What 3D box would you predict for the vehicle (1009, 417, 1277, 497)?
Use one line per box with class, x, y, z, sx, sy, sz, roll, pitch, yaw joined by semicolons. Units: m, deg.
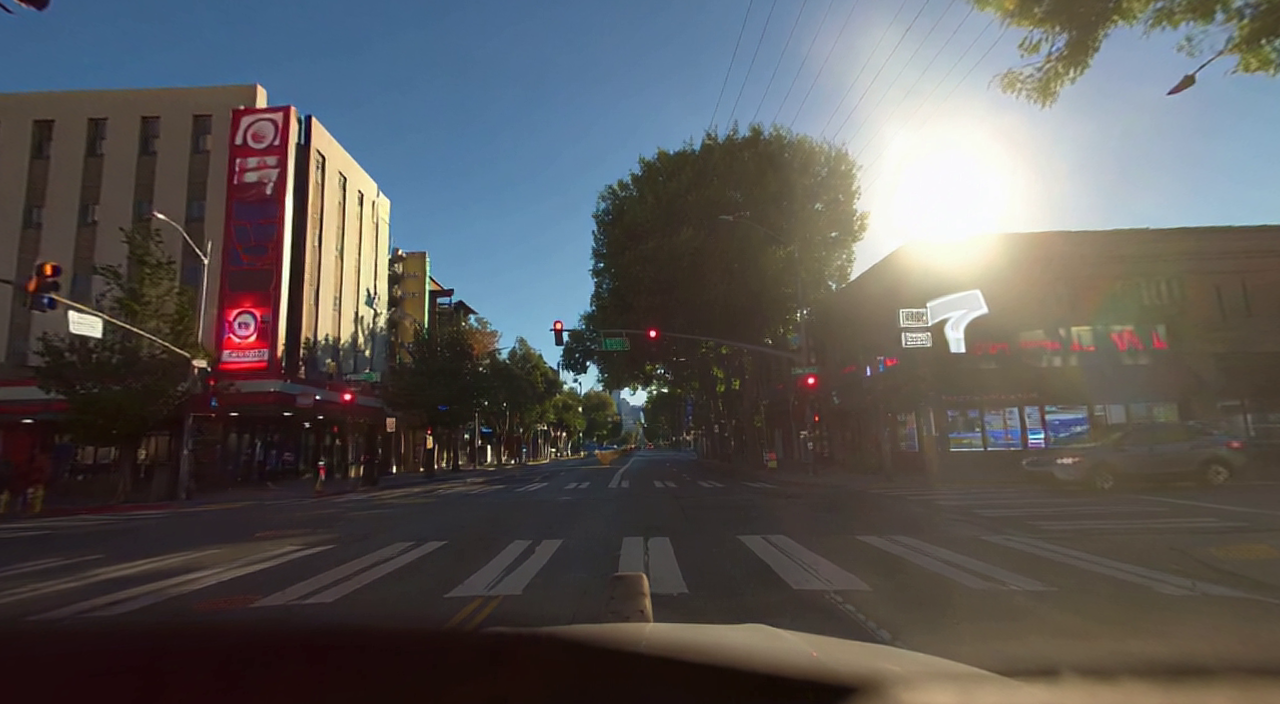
vehicle;12.159;2.562;15.518;4.836;1.795;1.957;0;-8;0
